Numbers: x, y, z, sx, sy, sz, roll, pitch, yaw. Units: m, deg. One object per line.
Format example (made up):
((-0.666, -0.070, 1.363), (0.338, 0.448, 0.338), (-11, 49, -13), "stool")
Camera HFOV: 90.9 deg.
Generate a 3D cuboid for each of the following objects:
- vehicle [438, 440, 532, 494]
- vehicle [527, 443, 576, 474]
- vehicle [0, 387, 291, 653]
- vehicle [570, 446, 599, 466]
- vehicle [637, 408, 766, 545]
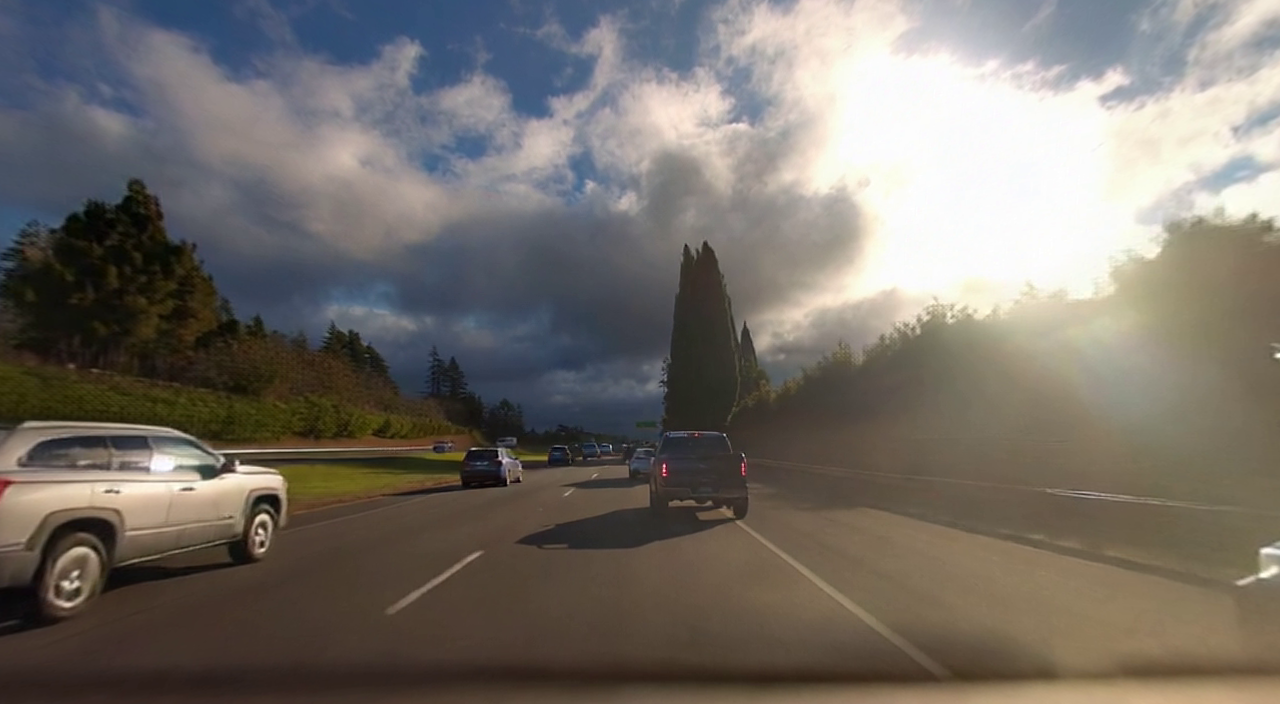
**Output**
((-4.678, 3.527, 19.626), (1.867, 1.489, 3.829), (0, -9, 1), "vehicle")
((-4.629, 5.624, 33.585), (1.855, 1.527, 4.209), (0, -9, 2), "vehicle")
((-4.955, 1.208, 4.959), (1.934, 1.642, 4.201), (0, -9, 1), "vehicle")
((-4.289, 8.113, 49.312), (1.857, 1.423, 3.920), (0, -9, 1), "vehicle")
((0.865, 2.072, 11.009), (1.825, 1.920, 3.960), (0, -9, 0), "vehicle")
